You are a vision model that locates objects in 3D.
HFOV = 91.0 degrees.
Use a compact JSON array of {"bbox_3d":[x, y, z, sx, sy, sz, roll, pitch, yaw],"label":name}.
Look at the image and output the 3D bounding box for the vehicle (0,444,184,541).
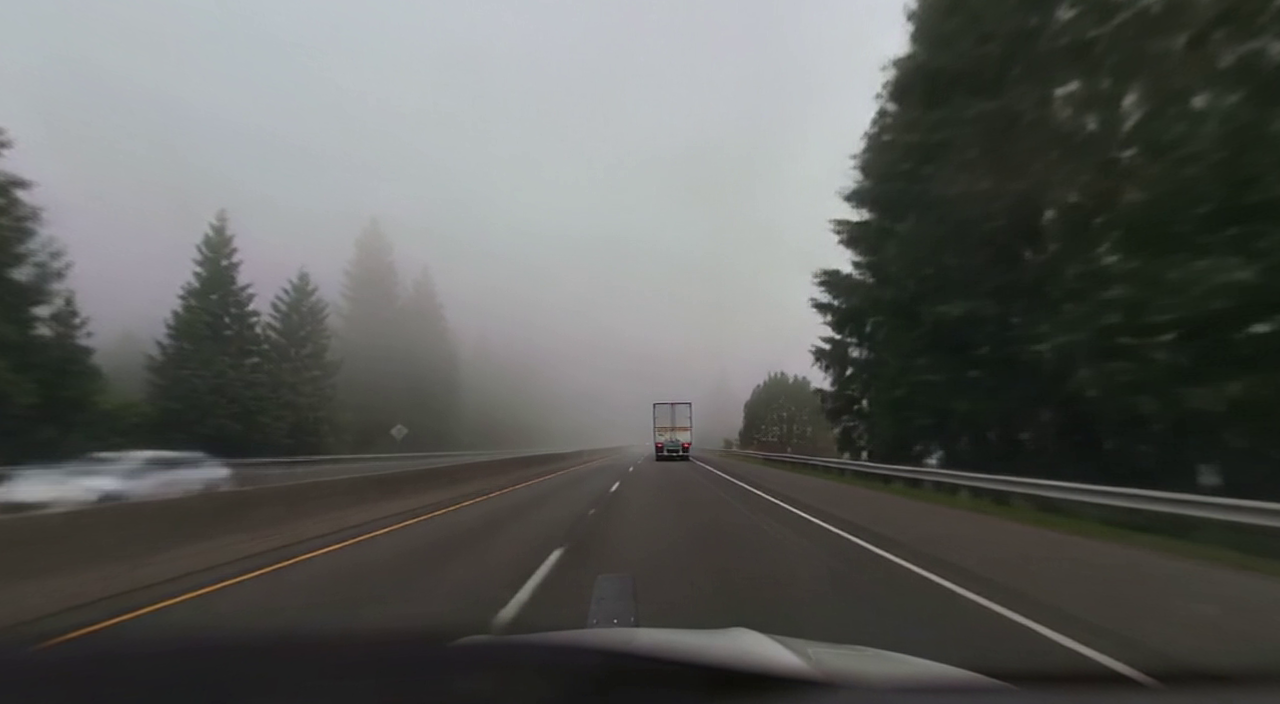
[{"bbox_3d":[-10.538,2.357,11.107,1.860,1.421,4.177,-1,-8,0],"label":"vehicle"}]
